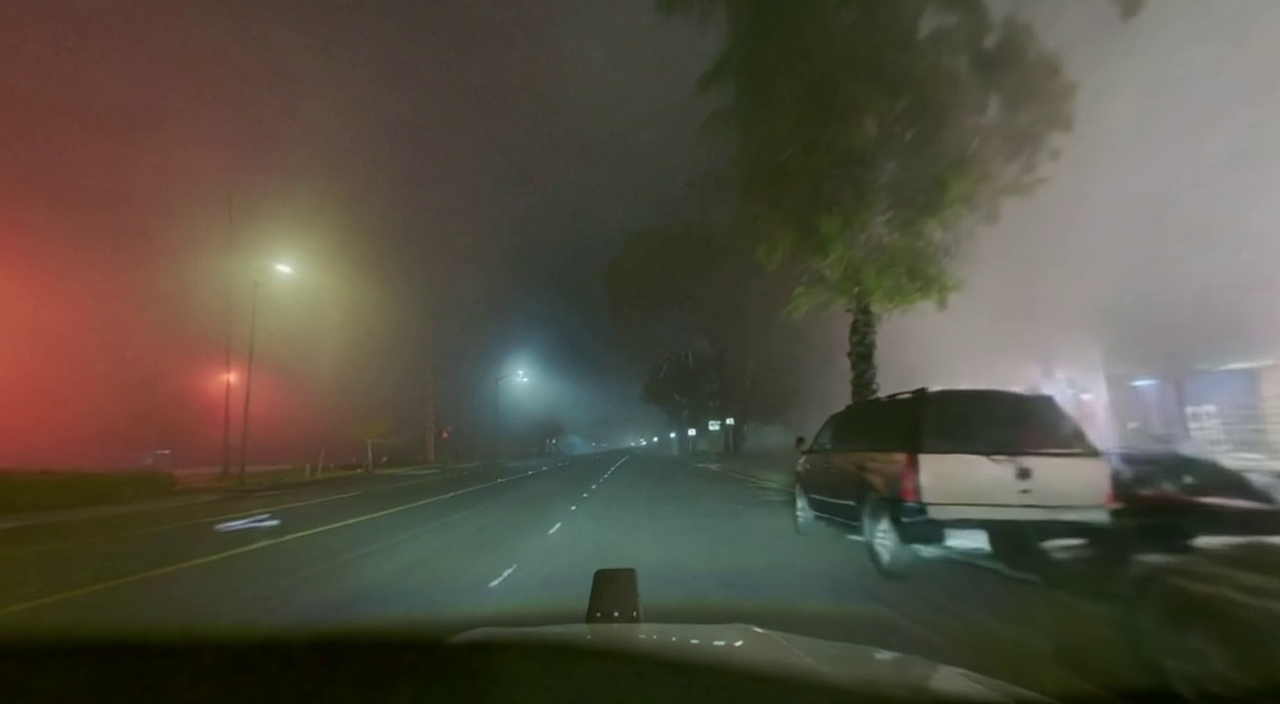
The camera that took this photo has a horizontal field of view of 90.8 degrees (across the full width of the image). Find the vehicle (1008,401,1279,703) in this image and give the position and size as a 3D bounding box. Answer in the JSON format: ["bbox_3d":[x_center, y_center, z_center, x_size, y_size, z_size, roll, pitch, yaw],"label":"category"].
[{"bbox_3d":[3.377,0.809,1.575,1.908,1.480,4.712,0,-9,-3],"label":"vehicle"}]

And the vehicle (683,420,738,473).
[{"bbox_3d":[3.634,5.051,33.680,2.221,2.552,5.594,0,-9,-1],"label":"vehicle"}]

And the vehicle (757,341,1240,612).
[{"bbox_3d":[3.390,1.432,8.149,2.557,2.128,6.242,0,-9,0],"label":"vehicle"}]
